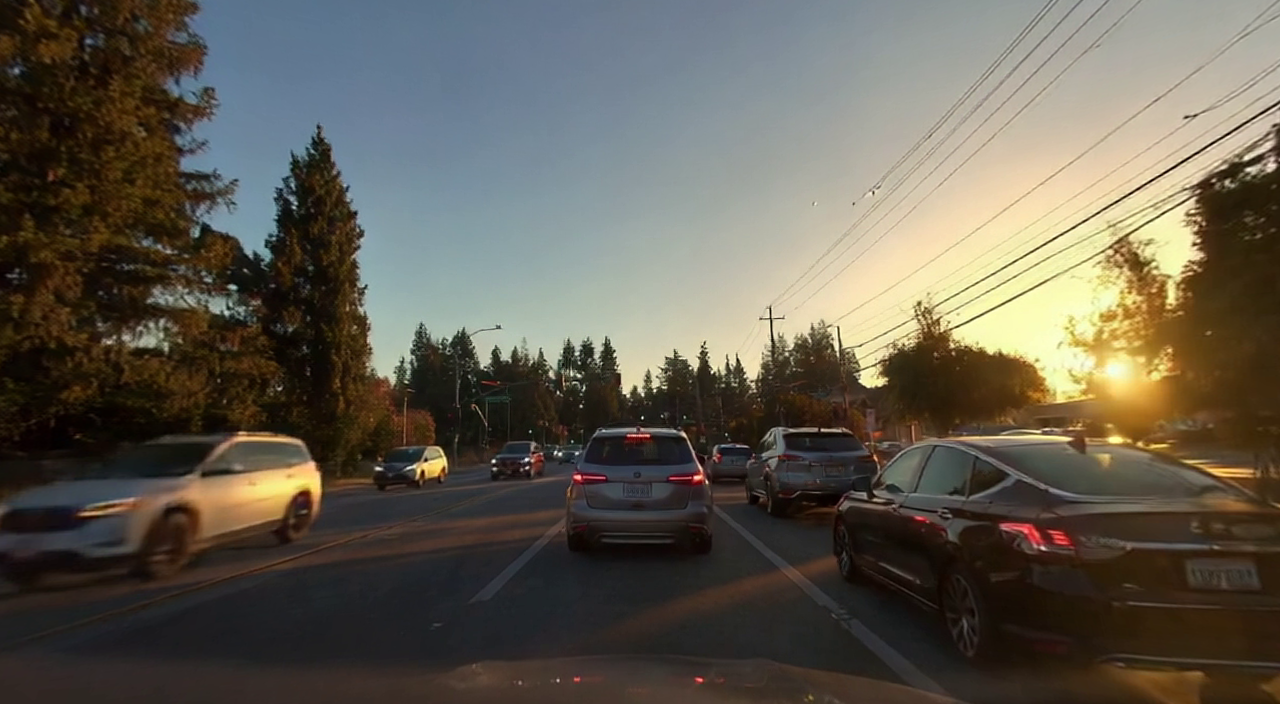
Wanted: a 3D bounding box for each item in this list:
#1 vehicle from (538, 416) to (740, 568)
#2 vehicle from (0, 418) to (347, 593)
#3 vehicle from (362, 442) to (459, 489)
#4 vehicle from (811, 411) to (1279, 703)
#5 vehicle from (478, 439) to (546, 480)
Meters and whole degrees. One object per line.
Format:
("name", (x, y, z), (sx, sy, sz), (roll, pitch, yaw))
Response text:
("vehicle", (0.002, 1.845, 9.042), (2.200, 1.653, 4.127), (0, -8, 0))
("vehicle", (-6.185, 1.882, 8.675), (2.068, 1.739, 4.572), (0, -8, 0))
("vehicle", (-9.763, 4.846, 27.366), (2.230, 1.831, 4.941), (0, -8, 2))
("vehicle", (2.881, 1.313, 4.832), (1.950, 1.487, 4.275), (0, -8, 0))
("vehicle", (-6.251, 5.319, 31.485), (2.328, 1.861, 4.891), (0, -8, 1))
